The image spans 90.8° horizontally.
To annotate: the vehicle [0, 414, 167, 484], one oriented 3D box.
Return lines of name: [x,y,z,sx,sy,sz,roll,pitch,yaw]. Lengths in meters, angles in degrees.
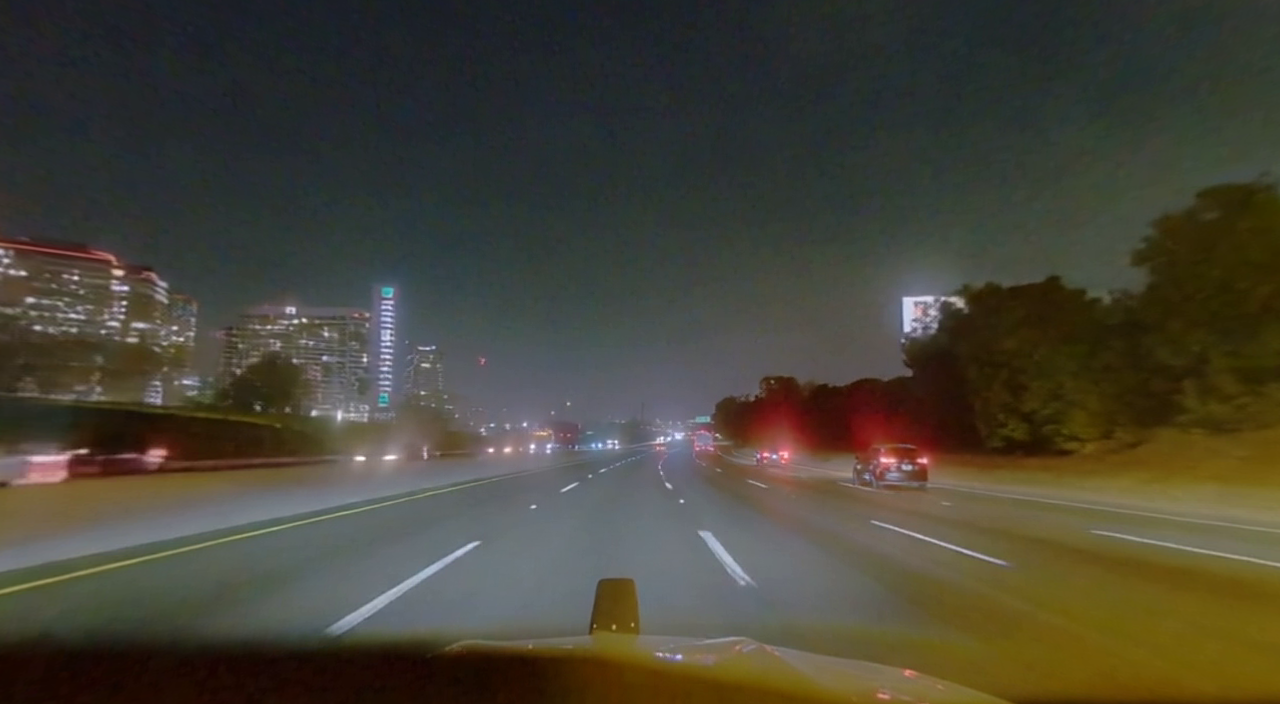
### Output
vehicle: [-19.495,3.302,21.633,2.235,2.061,5.495,0,-9,1]

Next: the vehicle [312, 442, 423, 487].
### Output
vehicle: [-9.478,3.937,22.433,1.938,1.430,4.392,0,-9,1]

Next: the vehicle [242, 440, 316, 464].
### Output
vehicle: [-22.607,6.303,39.759,1.867,1.408,4.507,0,-9,2]
